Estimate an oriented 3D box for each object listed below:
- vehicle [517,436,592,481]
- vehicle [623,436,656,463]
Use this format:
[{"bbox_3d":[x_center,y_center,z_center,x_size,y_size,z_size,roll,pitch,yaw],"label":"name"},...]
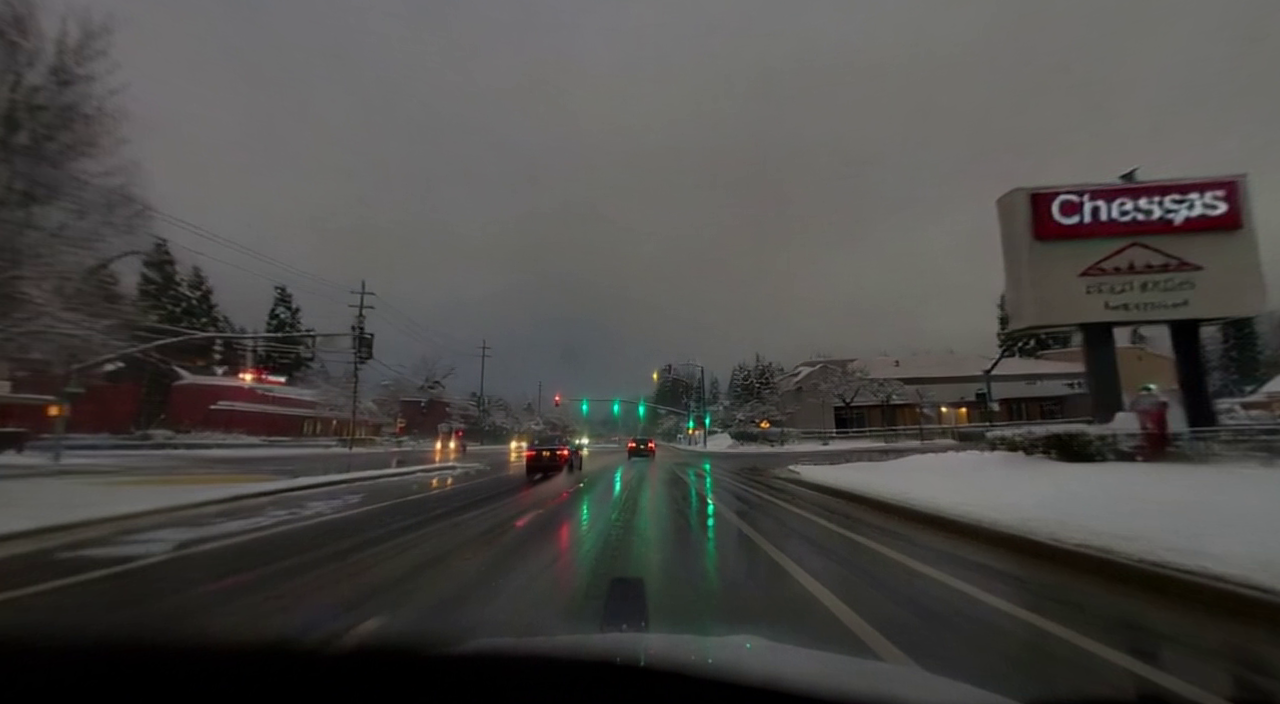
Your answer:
[{"bbox_3d":[-2.986,3.846,23.039,2.015,1.470,4.458,0,-8,1],"label":"vehicle"},{"bbox_3d":[0.000,6.712,43.659,2.153,1.764,4.047,0,-8,1],"label":"vehicle"}]
